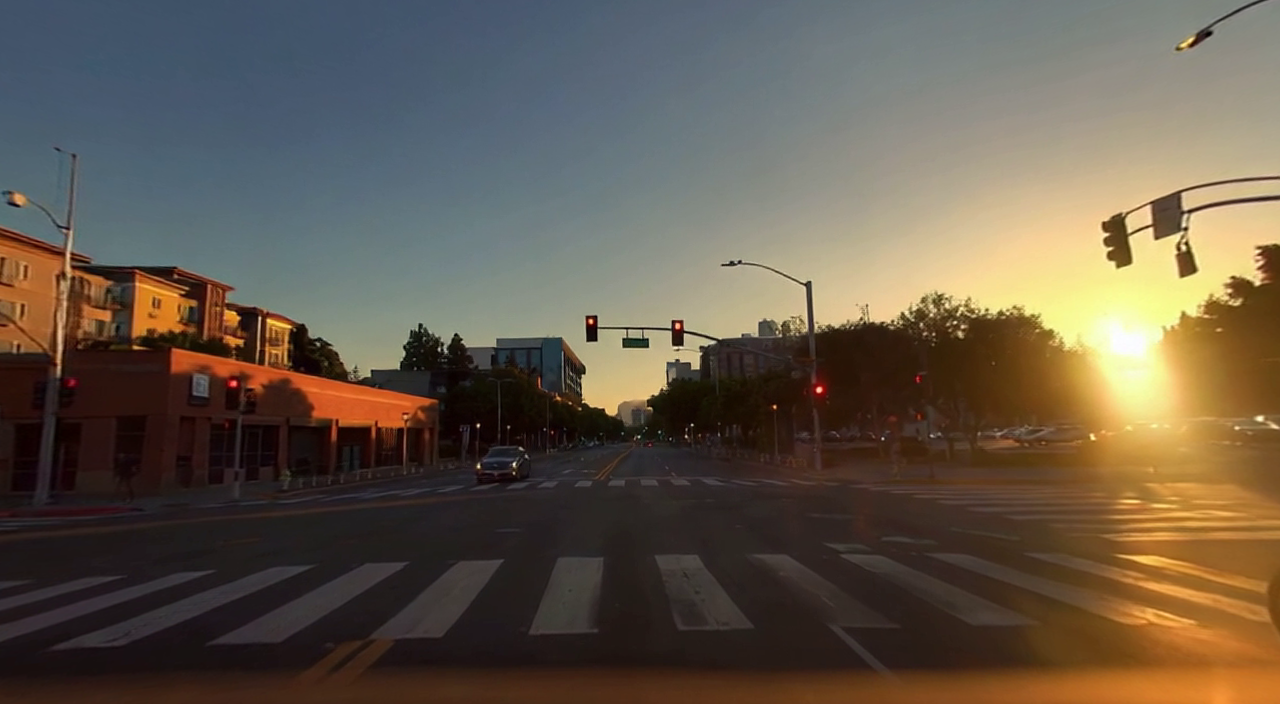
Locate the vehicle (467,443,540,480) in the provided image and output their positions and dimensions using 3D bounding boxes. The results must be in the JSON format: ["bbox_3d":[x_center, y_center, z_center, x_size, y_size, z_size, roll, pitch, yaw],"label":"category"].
[{"bbox_3d":[-5.863,4.735,27.652,2.127,1.473,4.428,0,-9,1],"label":"vehicle"}]
